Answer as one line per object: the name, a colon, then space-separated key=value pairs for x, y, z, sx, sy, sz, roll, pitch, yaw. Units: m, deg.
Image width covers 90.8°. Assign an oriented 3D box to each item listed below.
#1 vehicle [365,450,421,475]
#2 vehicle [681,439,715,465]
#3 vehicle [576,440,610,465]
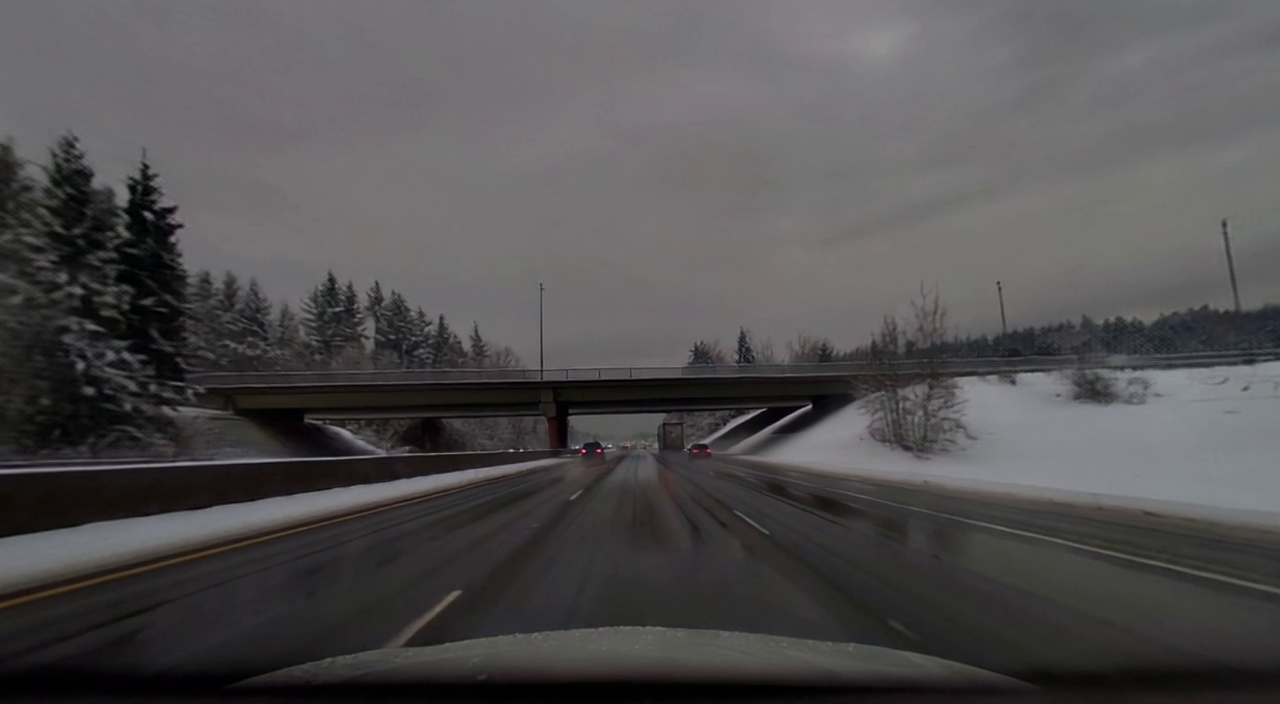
vehicle: x=-15.504 y=6.947 z=39.838 sx=1.816 sy=1.468 sz=4.091 roll=0 pitch=-9 yaw=0
vehicle: x=4.487 y=7.852 z=49.660 sx=2.100 sy=1.889 sz=4.969 roll=0 pitch=-9 yaw=-1
vehicle: x=-3.489 y=7.612 z=47.722 sx=2.238 sy=1.792 sz=4.518 roll=0 pitch=-9 yaw=0
